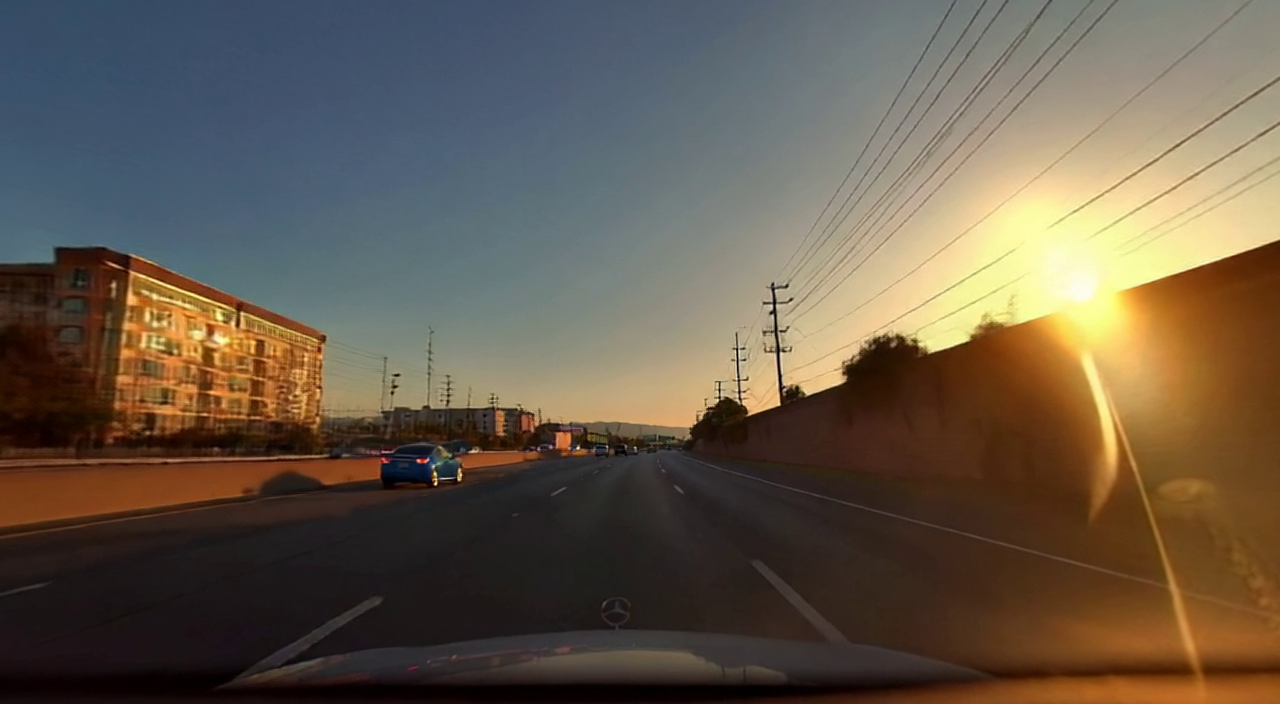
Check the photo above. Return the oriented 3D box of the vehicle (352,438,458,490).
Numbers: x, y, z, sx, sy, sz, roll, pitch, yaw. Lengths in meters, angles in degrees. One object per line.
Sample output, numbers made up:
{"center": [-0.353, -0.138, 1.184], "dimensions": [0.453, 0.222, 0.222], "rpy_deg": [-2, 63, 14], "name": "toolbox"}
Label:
{"center": [-7.738, 3.708, 21.254], "dimensions": [2.013, 1.574, 3.923], "rpy_deg": [0, -8, 0], "name": "vehicle"}
